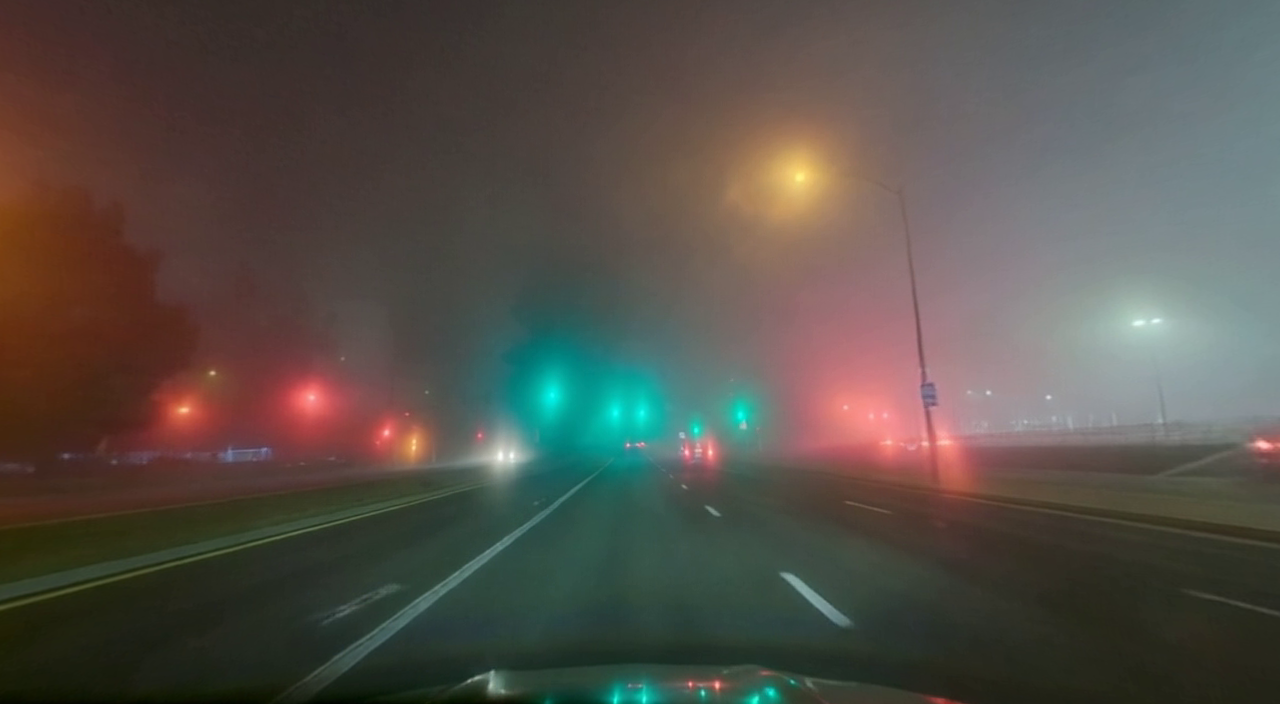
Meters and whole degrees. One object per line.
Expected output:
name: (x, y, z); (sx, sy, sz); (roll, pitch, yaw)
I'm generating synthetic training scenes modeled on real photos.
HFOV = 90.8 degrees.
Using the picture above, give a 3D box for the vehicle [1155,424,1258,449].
vehicle: (34.330, 5.146, 38.350); (4.273, 1.446, 1.929); (-1, -8, 2)

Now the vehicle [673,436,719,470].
vehicle: (3.088, 5.719, 35.915); (2.069, 1.761, 4.610); (0, -8, -2)

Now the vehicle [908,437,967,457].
vehicle: (22.513, 7.220, 47.888); (3.536, 1.412, 1.727); (0, -8, -1)

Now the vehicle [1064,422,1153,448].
vehicle: (34.283, 6.121, 46.324); (4.842, 1.770, 2.089); (0, -9, 0)
